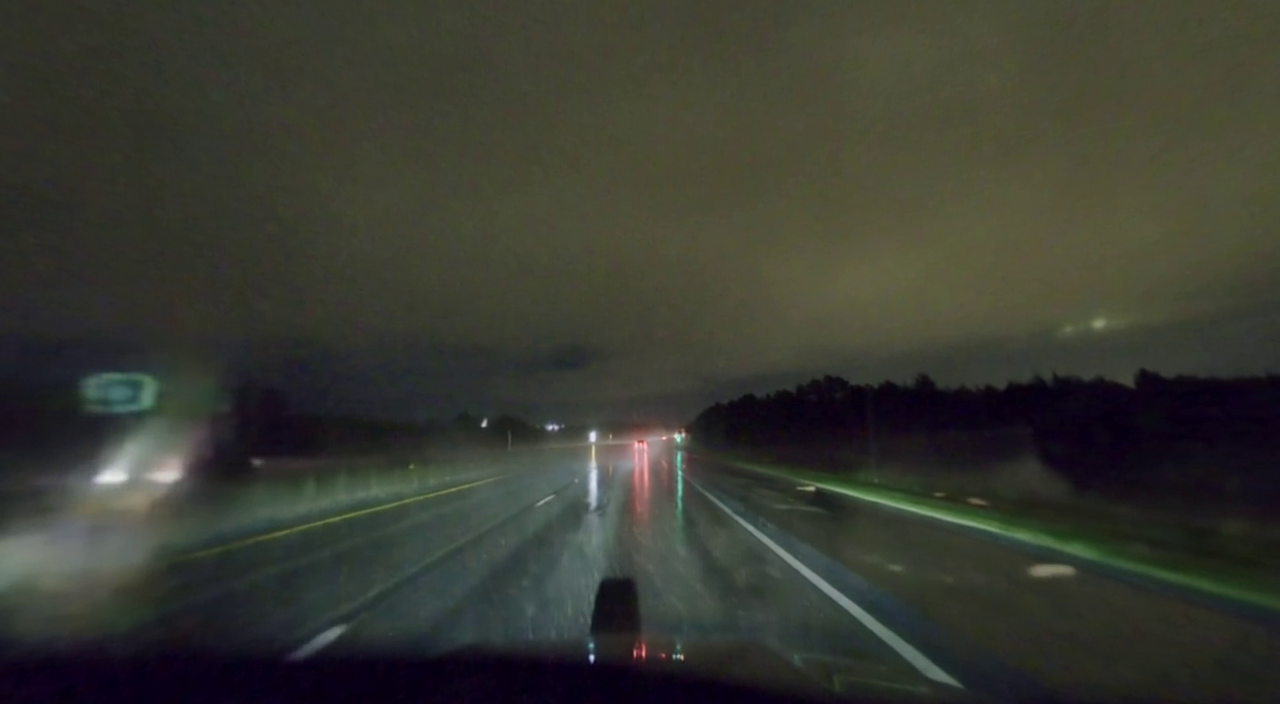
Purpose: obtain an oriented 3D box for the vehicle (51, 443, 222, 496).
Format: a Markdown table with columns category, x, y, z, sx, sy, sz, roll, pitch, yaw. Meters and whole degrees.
| category | x | y | z | sx | sy | sz | roll | pitch | yaw |
| --- | --- | --- | --- | --- | --- | --- | --- | --- | --- |
| vehicle | -16.137 | 3.747 | 20.560 | 1.957 | 1.493 | 4.370 | -1 | -8 | 0 |
